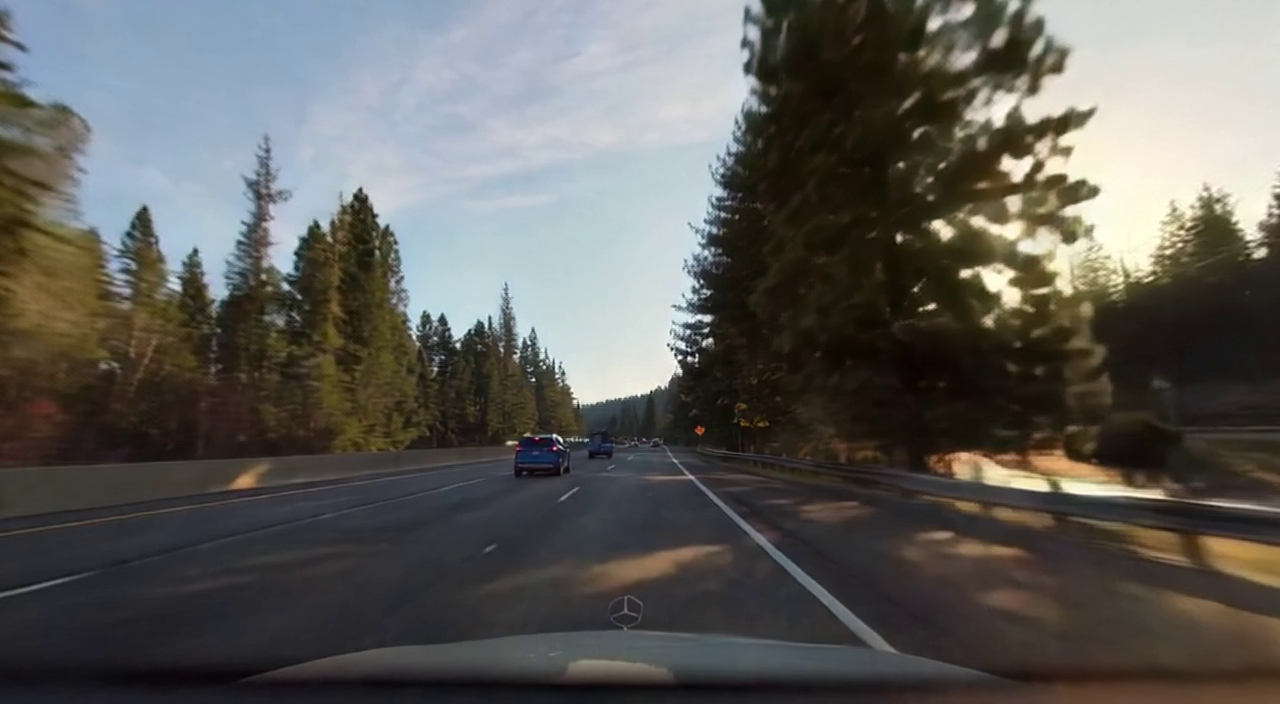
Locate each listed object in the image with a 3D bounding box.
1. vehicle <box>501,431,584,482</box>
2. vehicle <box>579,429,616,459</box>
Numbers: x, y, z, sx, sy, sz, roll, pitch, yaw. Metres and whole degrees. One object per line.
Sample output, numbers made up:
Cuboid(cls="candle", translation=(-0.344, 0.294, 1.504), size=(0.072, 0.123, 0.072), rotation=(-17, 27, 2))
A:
Cuboid(cls="vehicle", translation=(-3.275, 3.618, 22.070), size=(2.053, 1.589, 4.671), rotation=(0, -8, 2))
Cuboid(cls="vehicle", translation=(-3.072, 6.850, 46.700), size=(2.241, 2.095, 4.985), rotation=(0, -8, 2))
